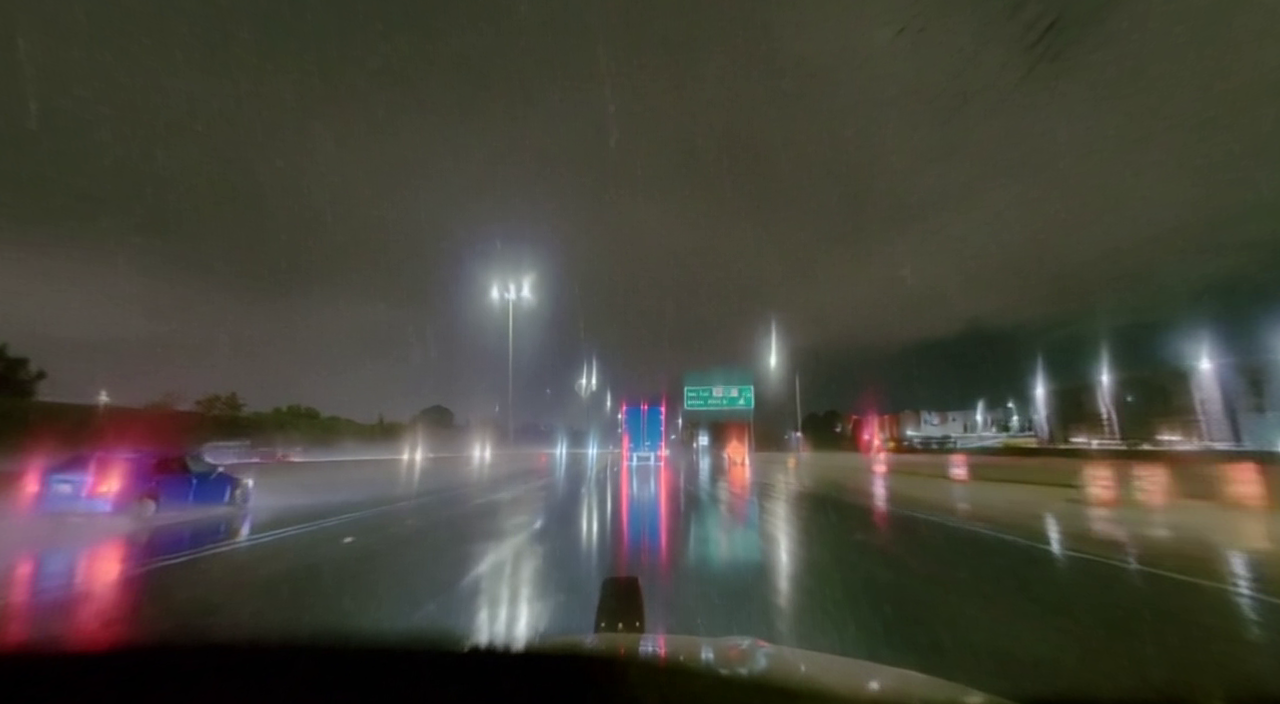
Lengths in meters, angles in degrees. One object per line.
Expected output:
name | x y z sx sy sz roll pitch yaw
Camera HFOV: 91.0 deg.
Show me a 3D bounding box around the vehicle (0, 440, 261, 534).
vehicle | -10.401 2.622 12.966 2.096 1.538 4.998 0 -9 0
